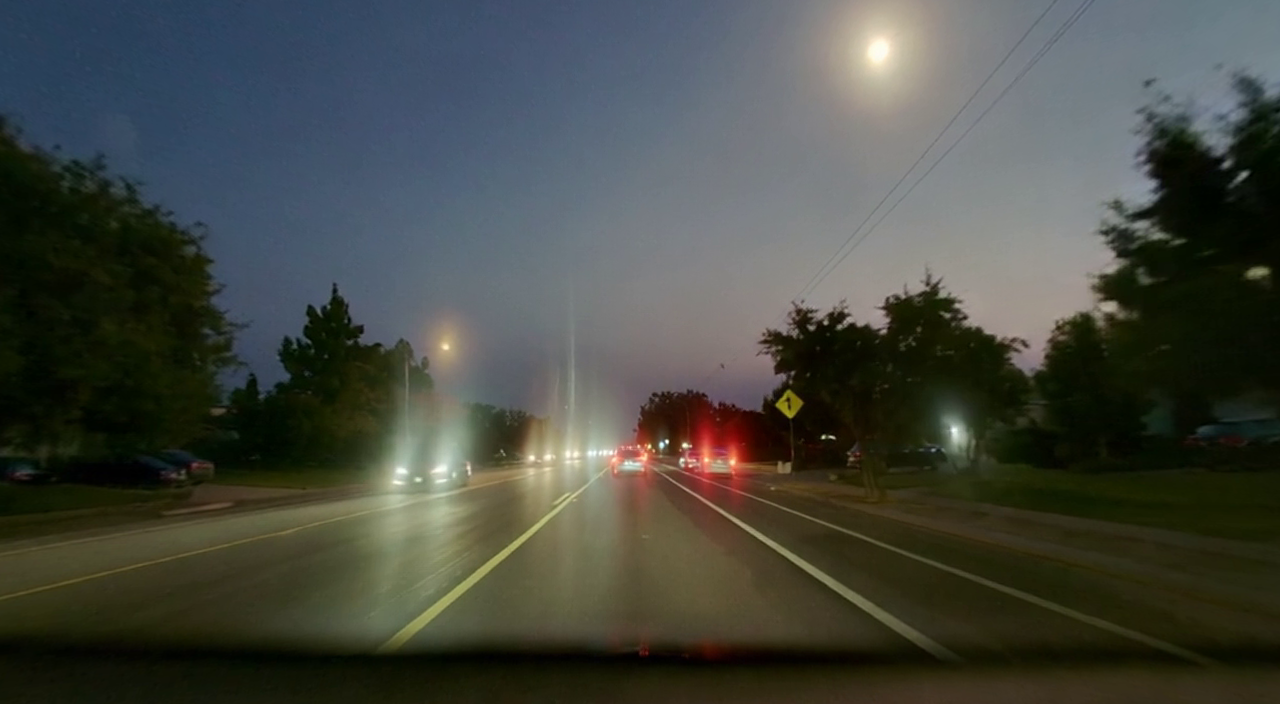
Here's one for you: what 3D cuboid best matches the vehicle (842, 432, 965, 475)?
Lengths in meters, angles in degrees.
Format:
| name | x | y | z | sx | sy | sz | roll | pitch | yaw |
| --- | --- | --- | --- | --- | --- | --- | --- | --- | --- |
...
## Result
| name | x | y | z | sx | sy | sz | roll | pitch | yaw |
| --- | --- | --- | --- | --- | --- | --- | --- | --- | --- |
| vehicle | 12.350 | 4.803 | 29.871 | 4.870 | 1.926 | 2.094 | 0 | -9 | -1 |

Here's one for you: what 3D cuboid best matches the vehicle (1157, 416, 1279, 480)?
| name | x | y | z | sx | sy | sz | roll | pitch | yaw |
| --- | --- | --- | --- | --- | --- | --- | --- | --- | --- |
| vehicle | 18.270 | 2.778 | 18.306 | 4.648 | 1.747 | 2.108 | 0 | -9 | 0 |

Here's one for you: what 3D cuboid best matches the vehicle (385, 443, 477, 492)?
| name | x | y | z | sx | sy | sz | roll | pitch | yaw |
| --- | --- | --- | --- | --- | --- | --- | --- | --- | --- |
| vehicle | -8.340 | 4.636 | 25.769 | 2.114 | 1.811 | 4.949 | 0 | -9 | -1 |

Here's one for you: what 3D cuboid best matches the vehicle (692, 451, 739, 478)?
| name | x | y | z | sx | sy | sz | roll | pitch | yaw |
| --- | --- | --- | --- | --- | --- | --- | --- | --- | --- |
| vehicle | 4.351 | 6.556 | 37.023 | 1.963 | 1.469 | 4.709 | 0 | -9 | -2 |

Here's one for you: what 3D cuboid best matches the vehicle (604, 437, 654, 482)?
| name | x | y | z | sx | sy | sz | roll | pitch | yaw |
| --- | --- | --- | --- | --- | --- | --- | --- | --- | --- |
| vehicle | -0.508 | 4.995 | 29.588 | 2.153 | 1.942 | 4.767 | 0 | -9 | -1 |

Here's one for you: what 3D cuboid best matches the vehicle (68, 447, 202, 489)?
| name | x | y | z | sx | sy | sz | roll | pitch | yaw |
| --- | --- | --- | --- | --- | --- | --- | --- | --- | --- |
| vehicle | -21.304 | 4.899 | 26.774 | 4.020 | 1.635 | 1.875 | 0 | -8 | 2 |
